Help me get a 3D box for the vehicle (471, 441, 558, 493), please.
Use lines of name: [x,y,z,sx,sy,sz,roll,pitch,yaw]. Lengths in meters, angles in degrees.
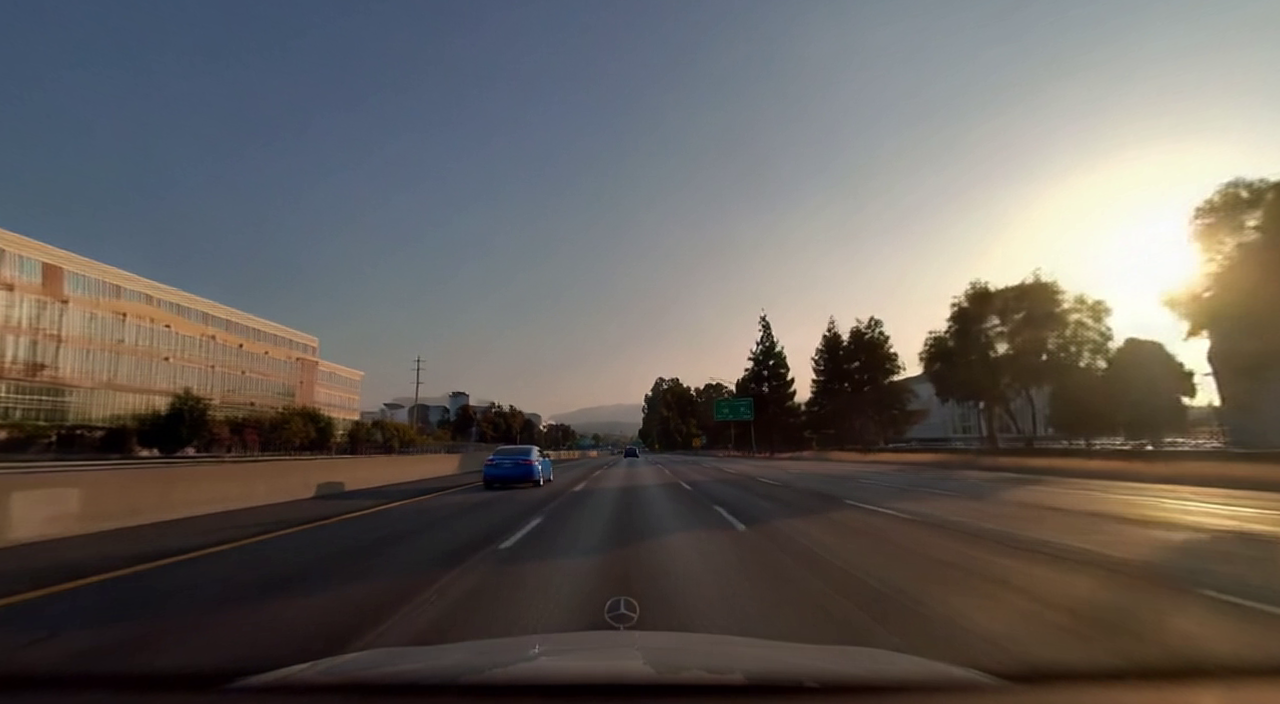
vehicle: [-3.899,3.644,20.424,1.900,1.492,4.495,0,-9,0]
